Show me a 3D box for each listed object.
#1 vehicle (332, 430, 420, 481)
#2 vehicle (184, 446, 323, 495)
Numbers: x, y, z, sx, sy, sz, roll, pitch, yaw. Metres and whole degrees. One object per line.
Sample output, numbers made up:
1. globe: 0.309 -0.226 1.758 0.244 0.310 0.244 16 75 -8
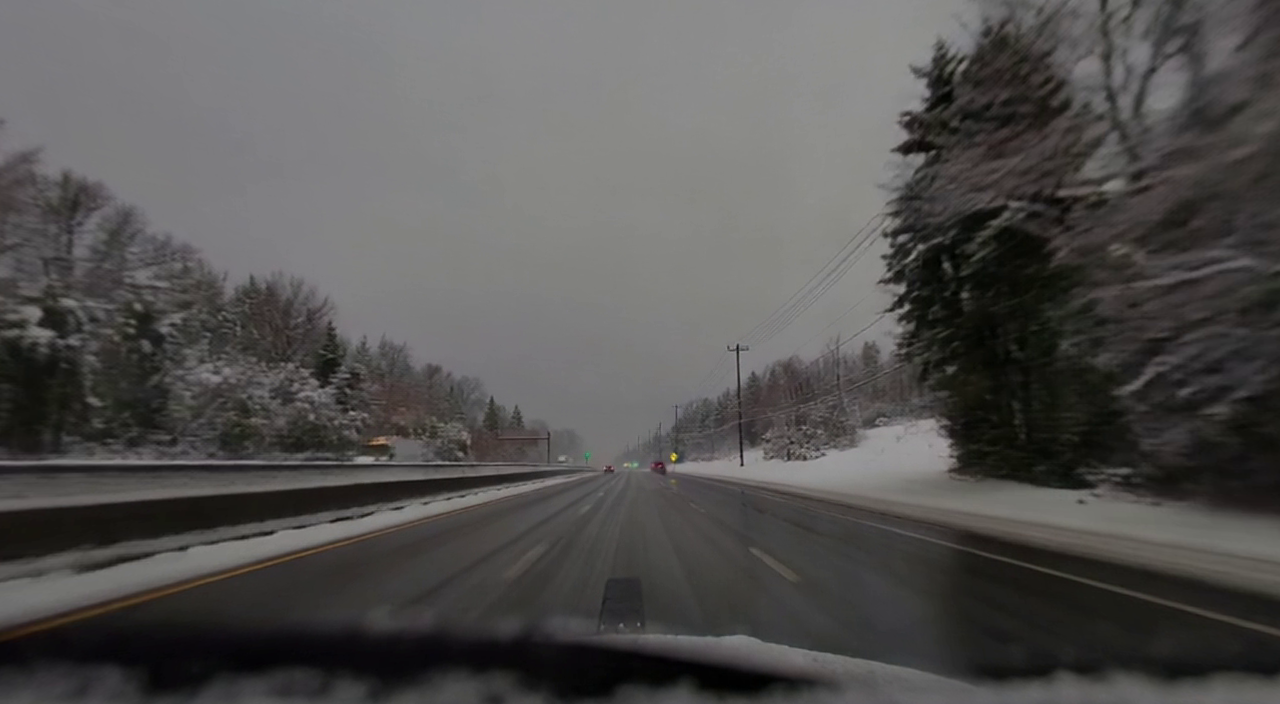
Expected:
1. vehicle: -17.194 6.858 41.644 2.713 3.016 6.960 2 -10 -1
2. vehicle: -12.944 4.042 21.510 1.888 1.464 4.492 0 -10 0
